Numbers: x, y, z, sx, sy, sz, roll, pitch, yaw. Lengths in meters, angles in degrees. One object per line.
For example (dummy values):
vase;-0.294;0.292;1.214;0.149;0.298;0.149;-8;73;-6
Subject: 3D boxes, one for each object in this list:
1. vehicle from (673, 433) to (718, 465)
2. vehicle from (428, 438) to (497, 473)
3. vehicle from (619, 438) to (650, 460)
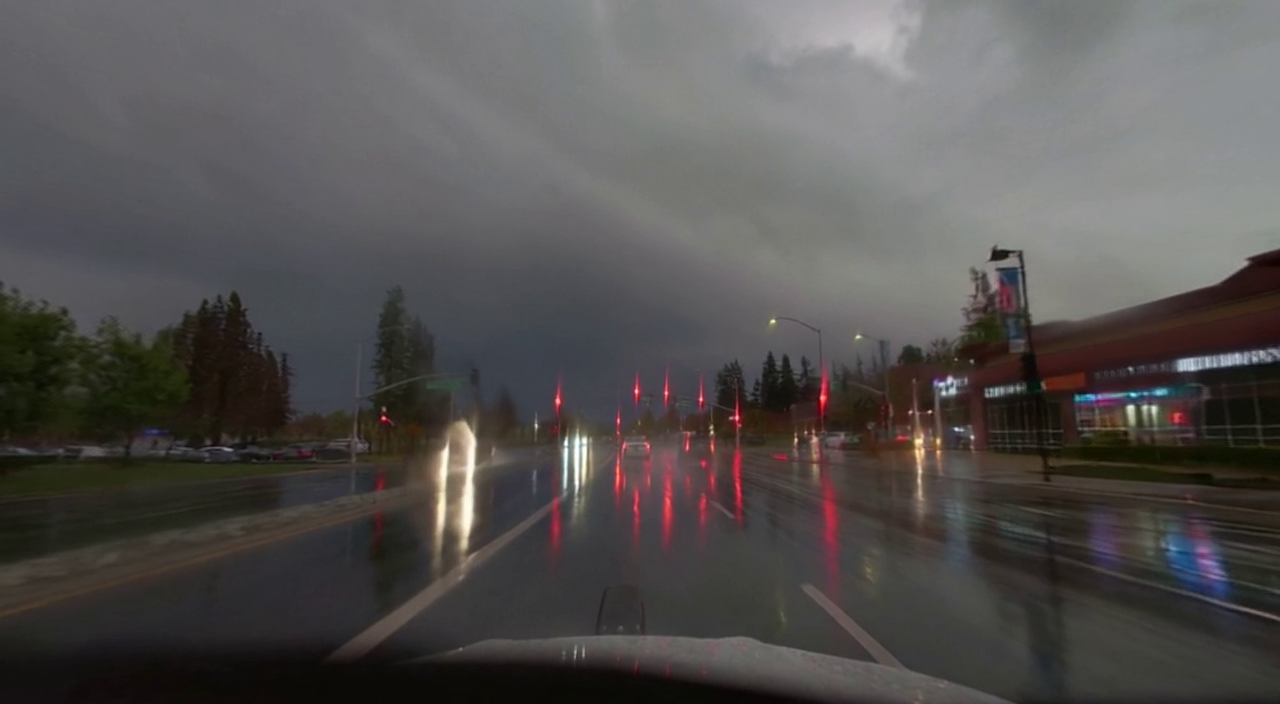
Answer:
vehicle;3.094;5.549;36.245;2.103;1.726;4.385;0;-9;-1
vehicle;-8.295;4.857;29.871;1.969;1.526;4.261;0;-9;1
vehicle;-0.339;6.805;44.225;2.035;1.474;3.779;0;-9;1
